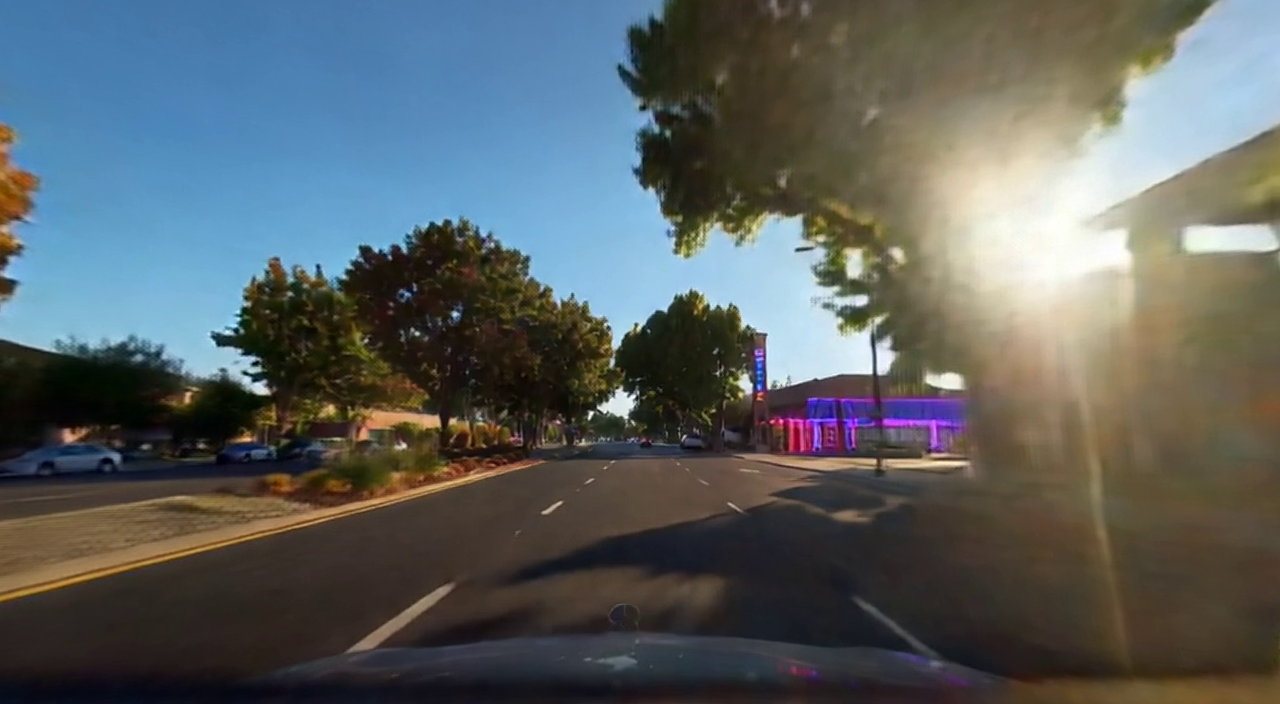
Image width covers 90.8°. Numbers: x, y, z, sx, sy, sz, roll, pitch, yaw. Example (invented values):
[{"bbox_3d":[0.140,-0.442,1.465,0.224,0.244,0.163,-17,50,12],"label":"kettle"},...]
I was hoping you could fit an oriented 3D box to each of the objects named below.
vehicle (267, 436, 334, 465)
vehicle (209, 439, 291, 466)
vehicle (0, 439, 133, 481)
[{"bbox_3d":[-22.335,6.530,41.718,1.902,1.609,4.689,-6,-9,-1],"label":"vehicle"},{"bbox_3d":[-22.432,5.784,36.522,1.846,1.452,4.484,-1,-8,0],"label":"vehicle"},{"bbox_3d":[-22.258,4.077,24.256,1.771,1.445,4.321,-1,-8,4],"label":"vehicle"}]
